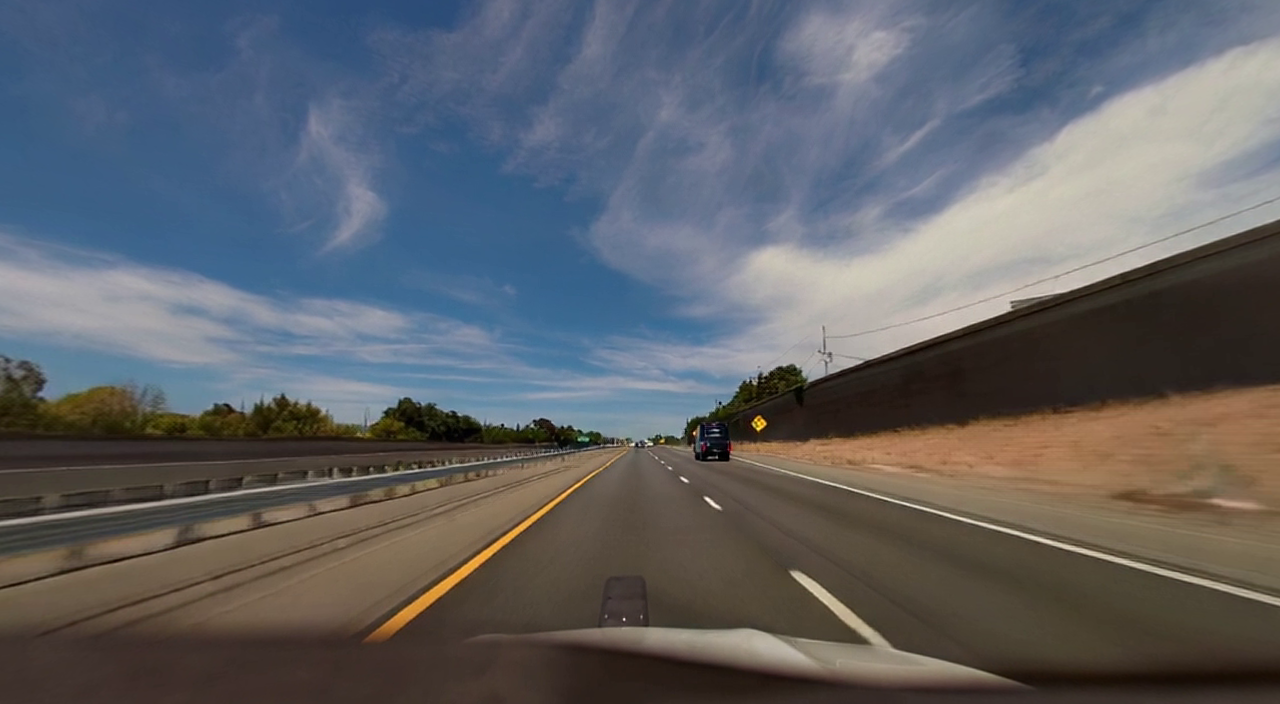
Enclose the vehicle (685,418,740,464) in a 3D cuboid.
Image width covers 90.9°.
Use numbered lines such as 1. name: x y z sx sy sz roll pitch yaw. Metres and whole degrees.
1. vehicle: 4.202 5.342 37.831 2.430 2.495 6.062 0 -8 -2
